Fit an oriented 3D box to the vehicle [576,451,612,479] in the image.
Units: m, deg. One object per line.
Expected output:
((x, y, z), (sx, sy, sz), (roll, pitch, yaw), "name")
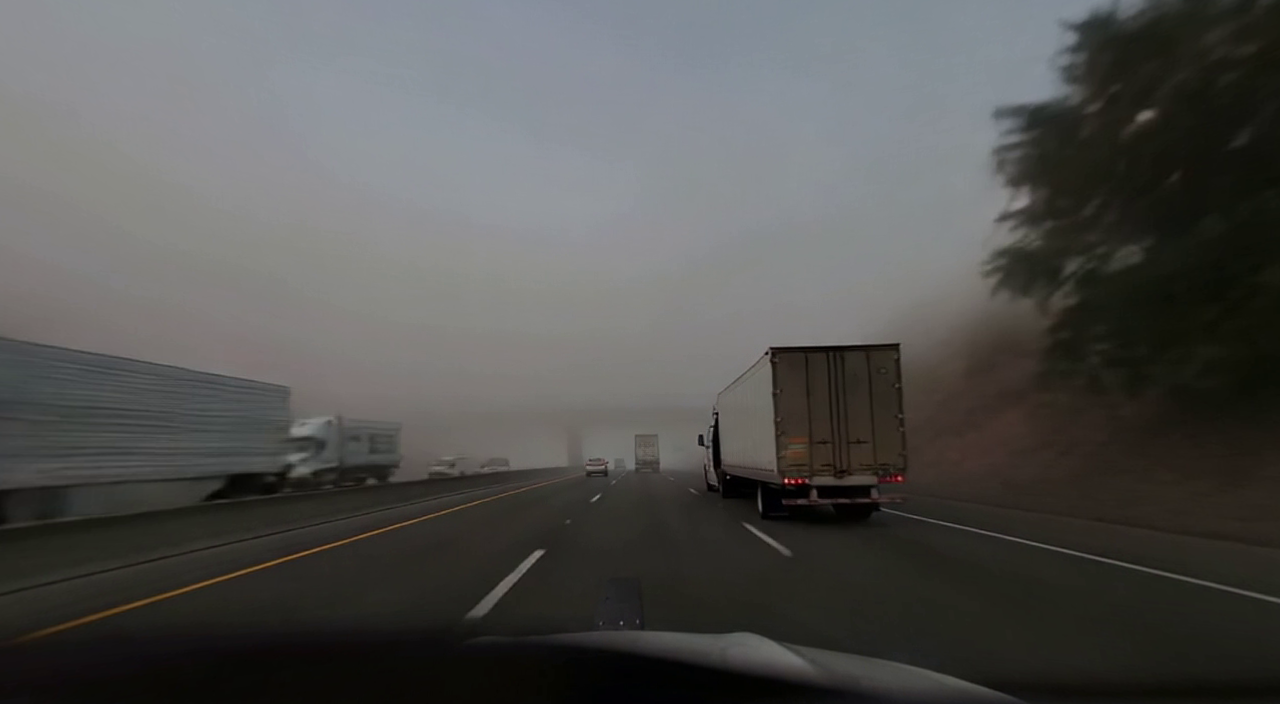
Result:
((-2.869, 7.206, 40.393), (2.007, 1.647, 3.854), (0, -9, 1), "vehicle")

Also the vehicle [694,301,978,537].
((4.019, 2.379, 19.134), (3.131, 4.037, 16.729), (0, -9, -1), "vehicle")

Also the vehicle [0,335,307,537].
((-14.757, 2.326, 16.753), (2.885, 4.151, 16.611), (0, -9, 0), "vehicle")
